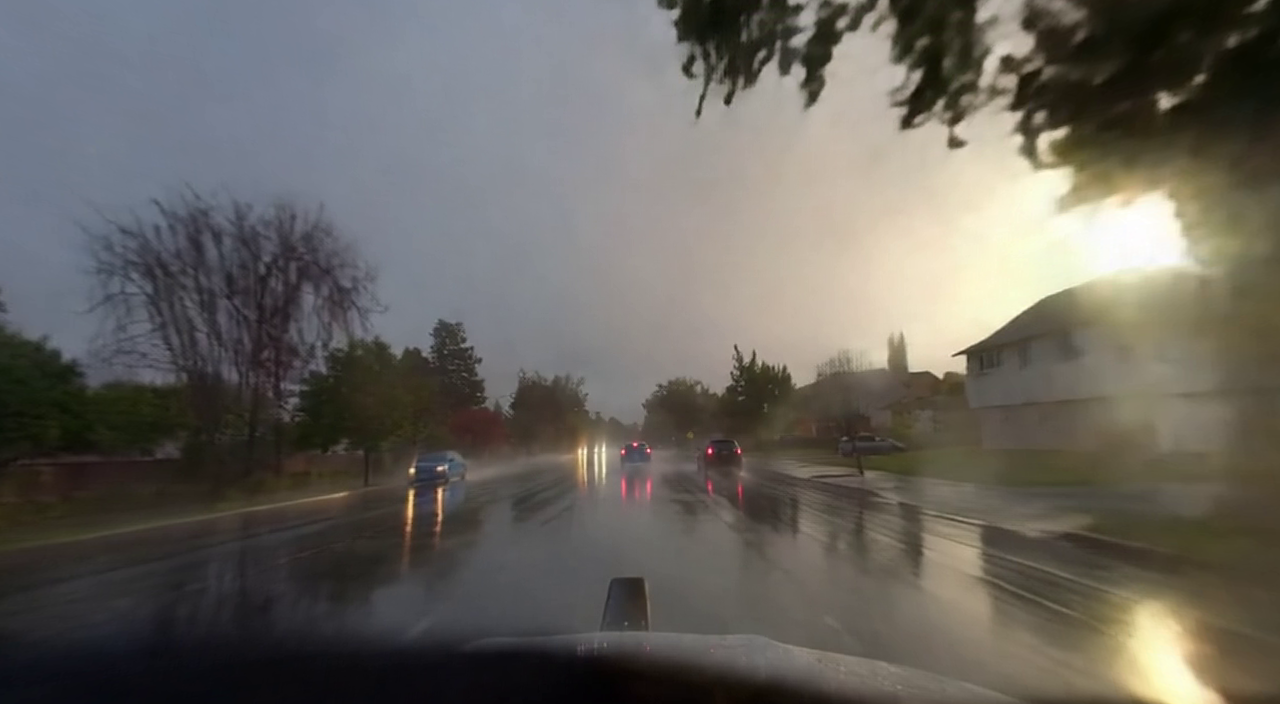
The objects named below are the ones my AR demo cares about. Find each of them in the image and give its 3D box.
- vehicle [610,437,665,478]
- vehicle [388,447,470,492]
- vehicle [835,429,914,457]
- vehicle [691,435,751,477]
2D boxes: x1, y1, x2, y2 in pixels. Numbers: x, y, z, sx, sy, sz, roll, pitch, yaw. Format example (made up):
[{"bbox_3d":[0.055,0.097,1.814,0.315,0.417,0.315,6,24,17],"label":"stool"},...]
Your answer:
[{"bbox_3d":[-0.124,4.585,27.601,2.200,1.653,4.127,0,-8,0],"label":"vehicle"},{"bbox_3d":[-9.526,5.287,28.887,2.101,1.703,4.481,-5,-9,1],"label":"vehicle"},{"bbox_3d":[15.337,5.997,41.376,4.378,1.754,2.007,1,-9,1],"label":"vehicle"},{"bbox_3d":[3.478,4.578,28.007,2.024,1.711,4.512,0,-8,-1],"label":"vehicle"}]
